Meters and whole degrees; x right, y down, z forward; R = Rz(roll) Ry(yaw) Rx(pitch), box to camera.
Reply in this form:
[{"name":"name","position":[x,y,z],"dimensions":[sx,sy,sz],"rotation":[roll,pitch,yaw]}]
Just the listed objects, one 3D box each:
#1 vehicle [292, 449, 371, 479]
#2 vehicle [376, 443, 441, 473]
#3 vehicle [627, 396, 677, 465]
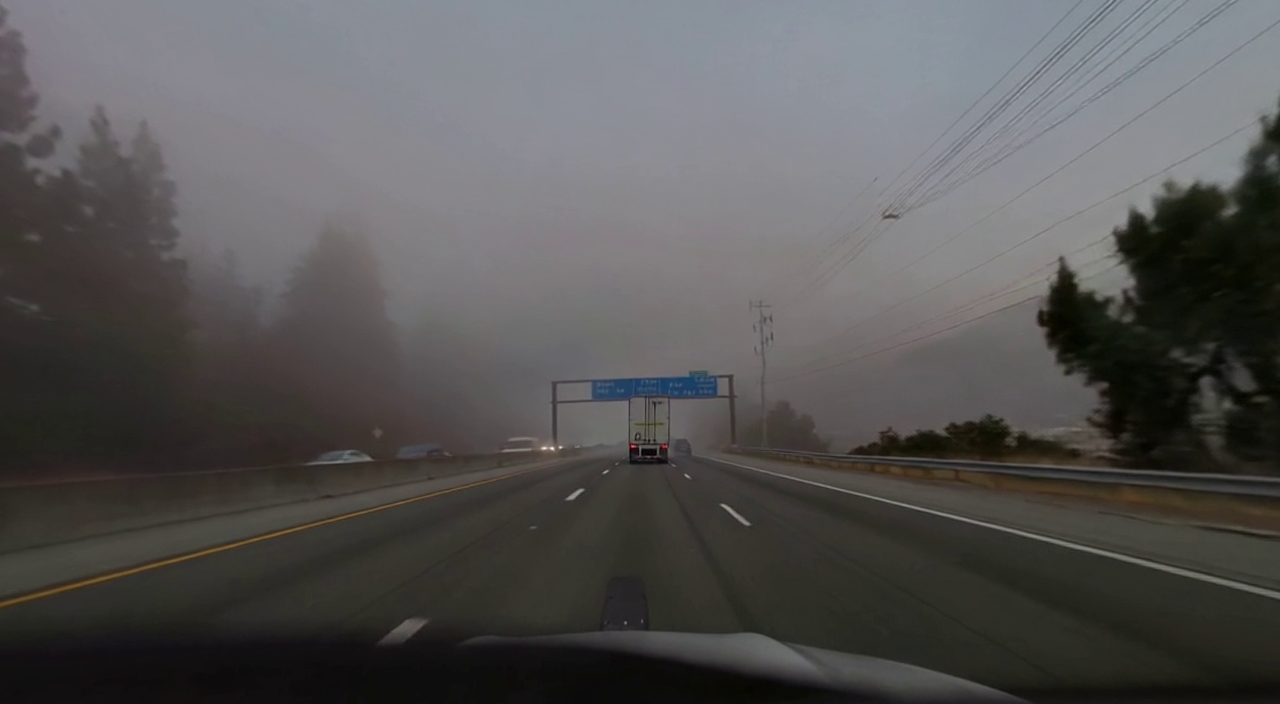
[{"name":"vehicle","position":[-19.486,7.057,40.205],"dimensions":[1.863,1.707,6.295],"rotation":[0,-8,0]},{"name":"vehicle","position":[-15.870,7.243,43.653],"dimensions":[2.118,1.889,6.262],"rotation":[0,-8,0]},{"name":"vehicle","position":[0.624,5.475,43.116],"dimensions":[2.919,4.101,11.541],"rotation":[0,-8,-1]}]
